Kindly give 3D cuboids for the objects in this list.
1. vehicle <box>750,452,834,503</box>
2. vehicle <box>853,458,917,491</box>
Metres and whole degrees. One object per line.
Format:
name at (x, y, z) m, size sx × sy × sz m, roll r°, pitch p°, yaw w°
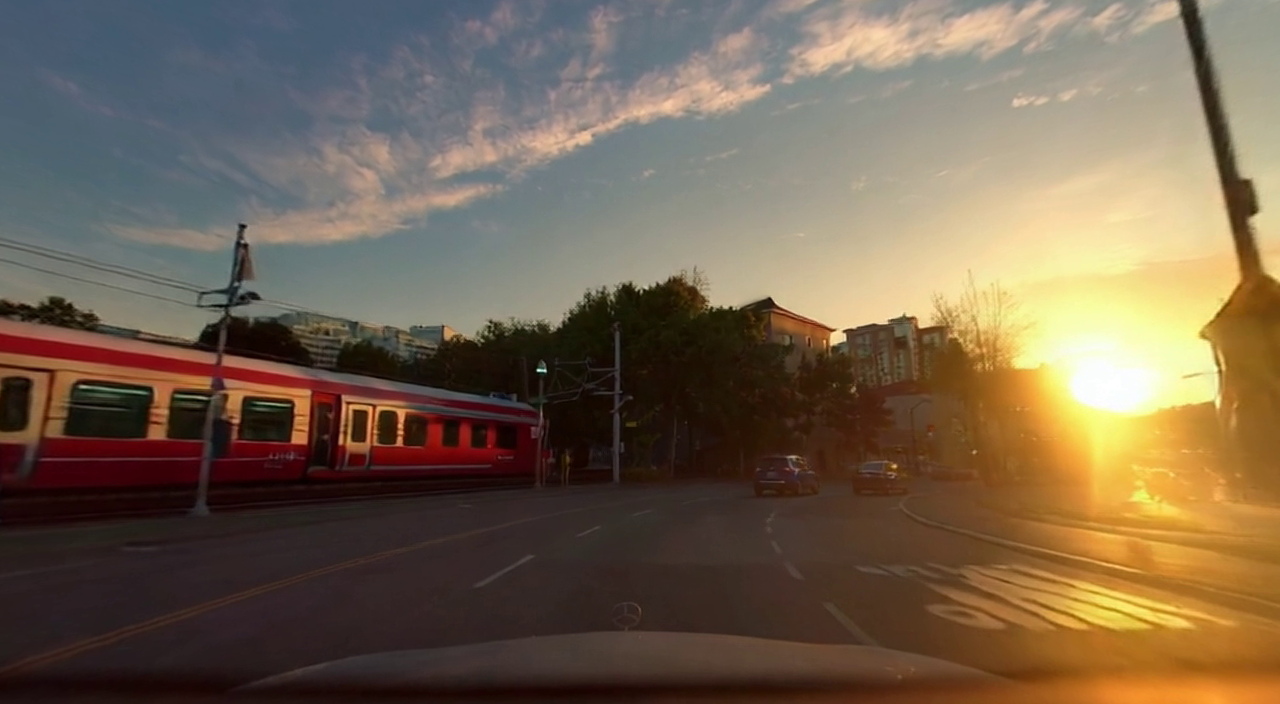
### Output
vehicle at (6.104, 4.886, 25.083) m, size 2.263 × 1.765 × 4.237 m, roll -4°, pitch -10°, yaw 27°
vehicle at (14.517, 7.179, 37.375) m, size 2.010 × 1.725 × 4.320 m, roll -8°, pitch -12°, yaw 42°
